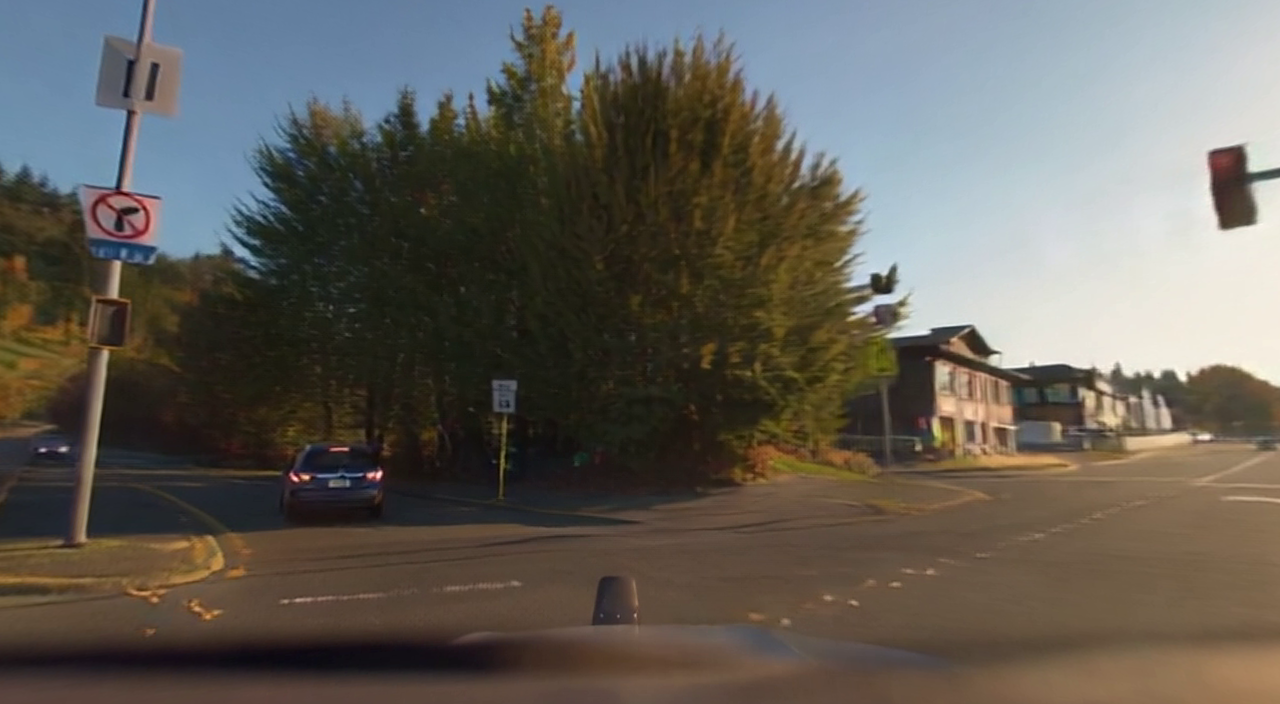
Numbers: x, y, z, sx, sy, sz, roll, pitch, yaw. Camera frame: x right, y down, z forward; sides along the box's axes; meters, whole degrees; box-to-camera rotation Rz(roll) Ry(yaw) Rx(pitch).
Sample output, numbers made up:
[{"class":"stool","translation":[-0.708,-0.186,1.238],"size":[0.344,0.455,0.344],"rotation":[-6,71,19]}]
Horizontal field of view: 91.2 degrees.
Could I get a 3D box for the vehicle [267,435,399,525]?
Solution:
[{"class":"vehicle","translation":[-6.410,2.503,12.877],"size":[2.014,1.525,3.670],"rotation":[5,-10,-31]}]
